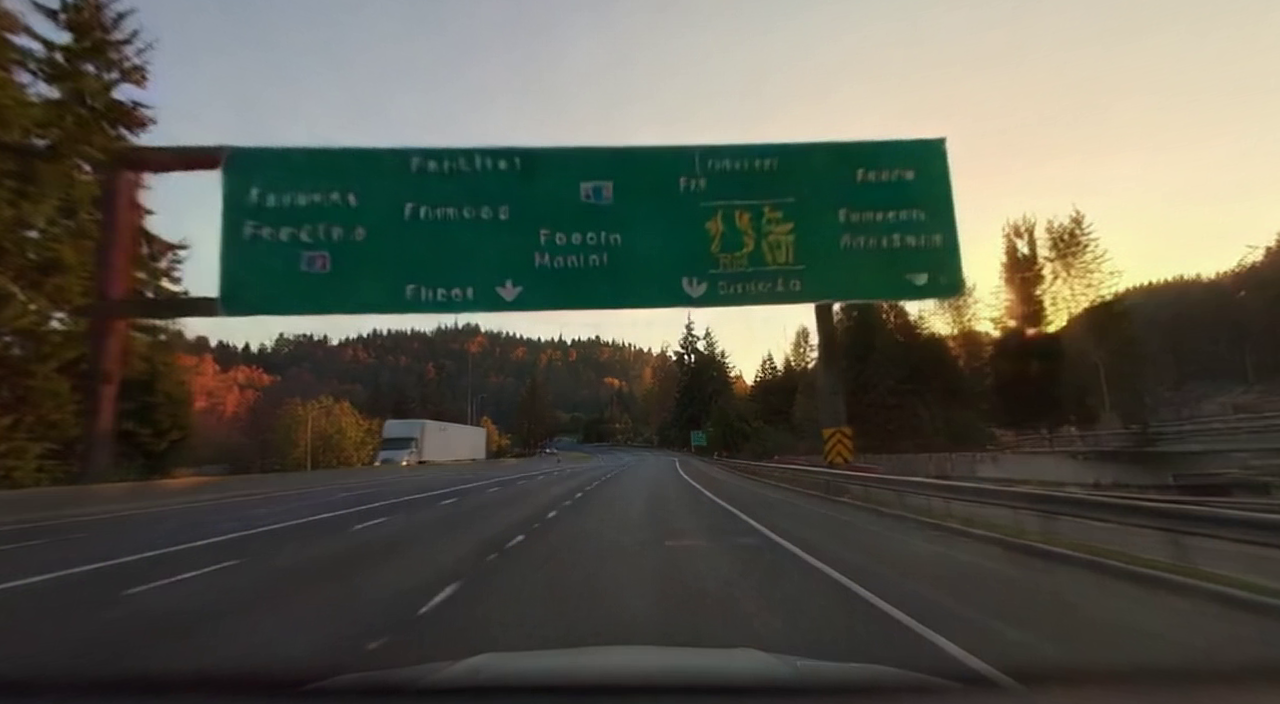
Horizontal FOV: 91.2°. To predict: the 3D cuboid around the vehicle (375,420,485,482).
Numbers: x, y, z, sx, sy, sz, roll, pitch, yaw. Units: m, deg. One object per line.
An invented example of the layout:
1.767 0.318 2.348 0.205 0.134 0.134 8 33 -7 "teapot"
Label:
-15.506 7.555 48.033 2.910 4.014 14.092 -1 -9 3 "vehicle"
